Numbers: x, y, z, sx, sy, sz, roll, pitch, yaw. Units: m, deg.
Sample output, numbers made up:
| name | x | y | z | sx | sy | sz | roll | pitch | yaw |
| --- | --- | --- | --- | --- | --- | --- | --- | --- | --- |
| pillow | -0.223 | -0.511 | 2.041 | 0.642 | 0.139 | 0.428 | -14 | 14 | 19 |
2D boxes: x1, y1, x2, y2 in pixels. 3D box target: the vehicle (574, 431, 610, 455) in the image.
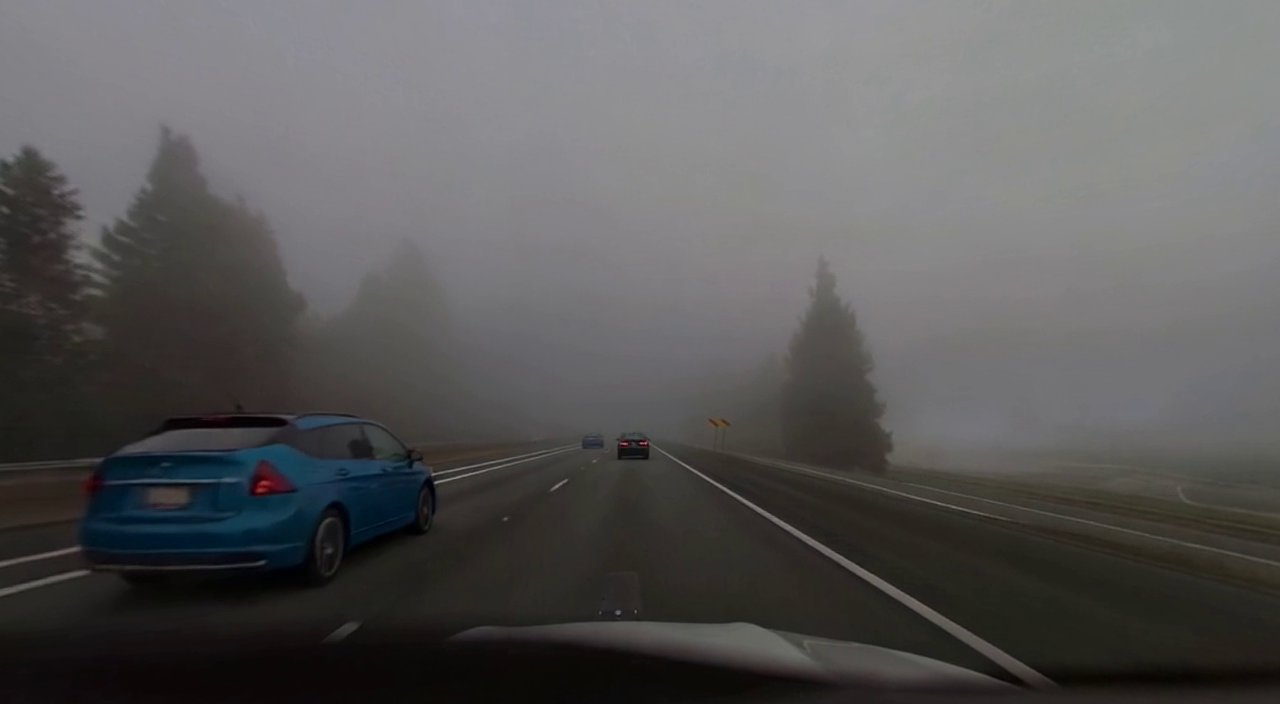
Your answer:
| name | x | y | z | sx | sy | sz | roll | pitch | yaw |
| --- | --- | --- | --- | --- | --- | --- | --- | --- | --- |
| vehicle | -3.203 | 6.192 | 42.933 | 2.030 | 1.491 | 4.046 | 0 | -8 | 1 |

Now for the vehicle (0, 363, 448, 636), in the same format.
| name | x | y | z | sx | sy | sz | roll | pitch | yaw |
| --- | --- | --- | --- | --- | --- | --- | --- | --- | --- |
| vehicle | -3.853 | 1.264 | 6.527 | 2.251 | 1.749 | 4.820 | 0 | -8 | -1 |

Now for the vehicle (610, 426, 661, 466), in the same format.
| name | x | y | z | sx | sy | sz | roll | pitch | yaw |
| --- | --- | --- | --- | --- | --- | --- | --- | --- | --- |
| vehicle | -0.197 | 4.201 | 28.406 | 2.134 | 1.654 | 4.174 | 0 | -8 | 0 |
